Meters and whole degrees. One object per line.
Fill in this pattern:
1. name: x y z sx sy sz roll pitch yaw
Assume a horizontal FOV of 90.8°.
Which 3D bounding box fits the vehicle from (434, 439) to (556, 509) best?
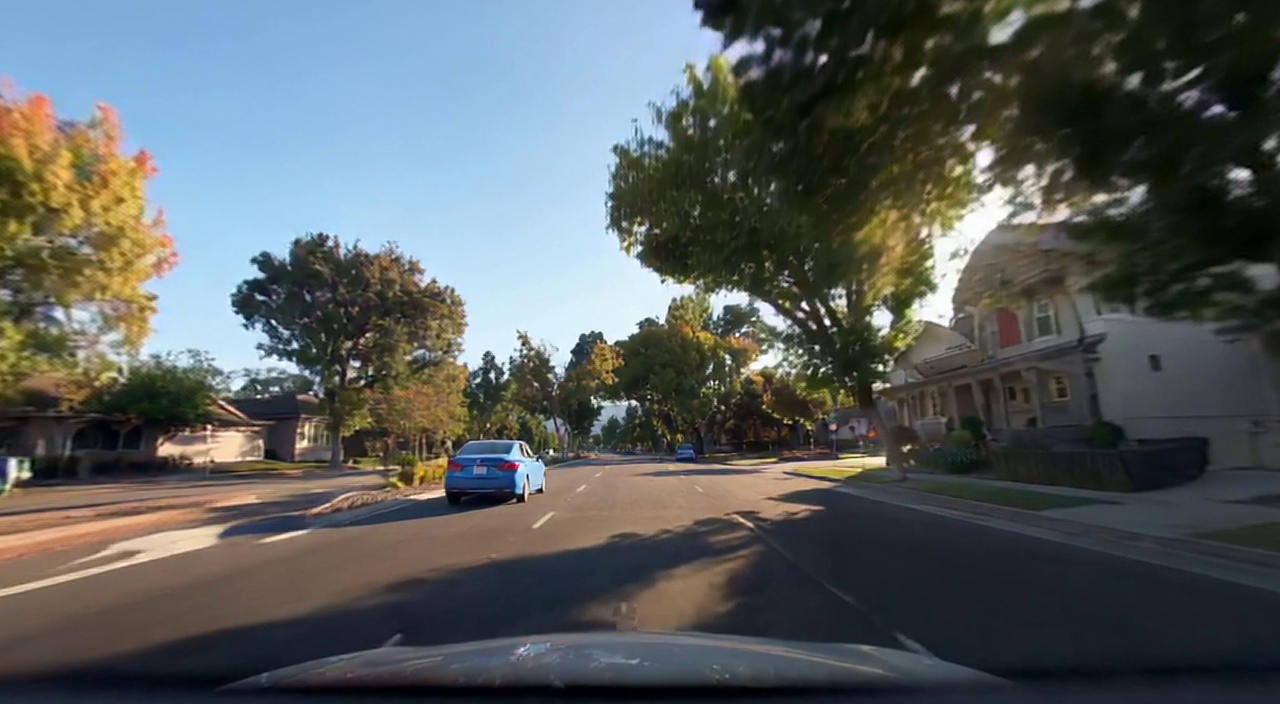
1. vehicle: -3.414 2.940 15.753 2.005 1.477 4.169 -1 -8 0
